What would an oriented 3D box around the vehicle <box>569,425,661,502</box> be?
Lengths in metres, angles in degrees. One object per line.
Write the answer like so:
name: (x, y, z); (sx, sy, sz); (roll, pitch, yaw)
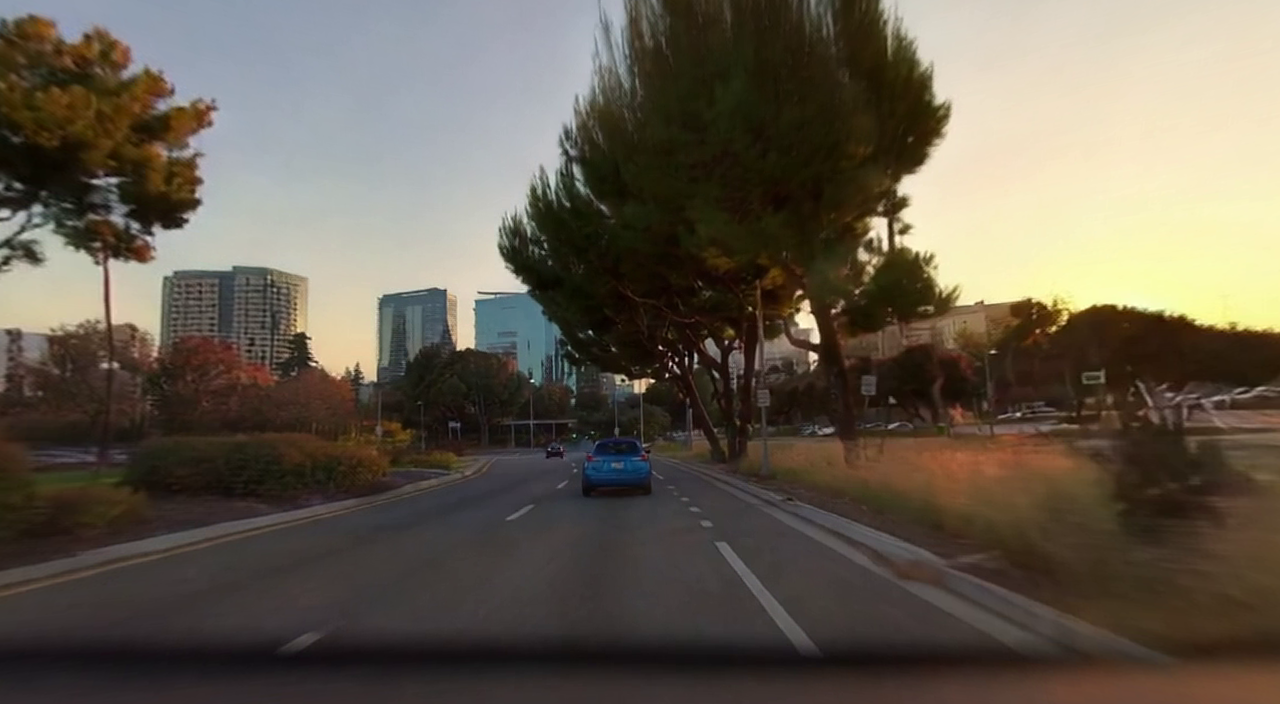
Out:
vehicle: (-0.613, 2.906, 16.811); (2.131, 1.761, 4.242); (0, -8, -1)
